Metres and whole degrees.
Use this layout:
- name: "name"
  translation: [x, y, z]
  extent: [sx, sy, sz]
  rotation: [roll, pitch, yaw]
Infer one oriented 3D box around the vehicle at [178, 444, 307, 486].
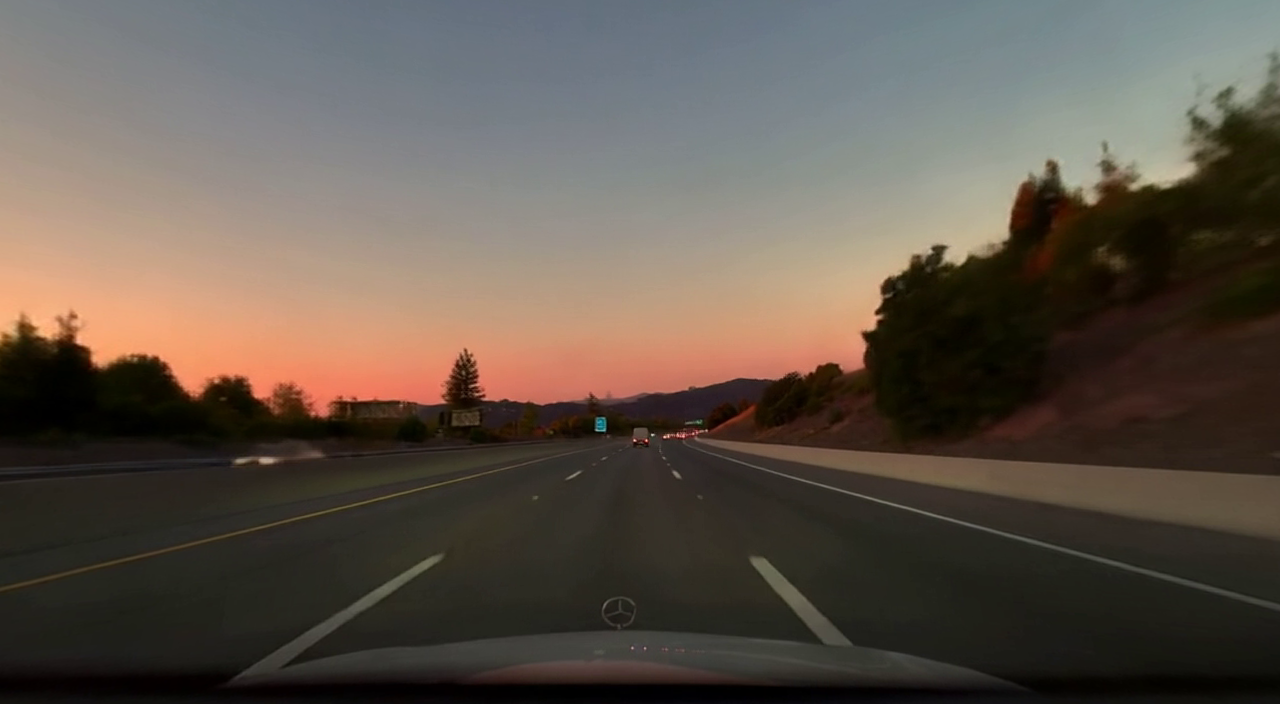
- name: "vehicle"
  translation: [-15.892, 4.506, 25.544]
  extent: [2.143, 1.504, 4.702]
  rotation: [0, -8, 0]
